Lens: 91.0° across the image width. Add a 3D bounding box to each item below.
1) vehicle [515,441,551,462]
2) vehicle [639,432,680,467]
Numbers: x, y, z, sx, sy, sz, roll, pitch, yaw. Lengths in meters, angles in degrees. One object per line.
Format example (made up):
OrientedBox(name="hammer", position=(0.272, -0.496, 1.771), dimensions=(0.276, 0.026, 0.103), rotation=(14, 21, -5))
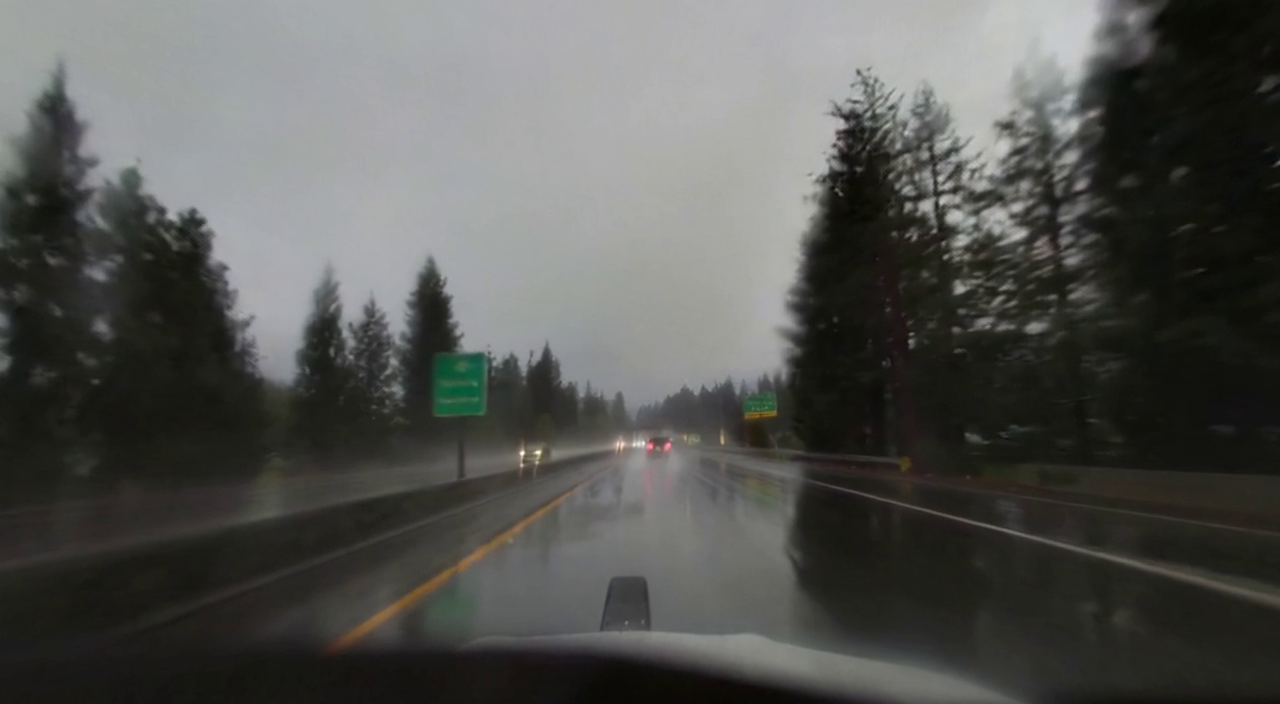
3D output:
OrientedBox(name="vehicle", position=(-7.905, 7.357, 46.655), dimensions=(1.865, 1.485, 3.974), rotation=(0, -8, 2))
OrientedBox(name="vehicle", position=(1.202, 5.934, 38.462), dimensions=(2.301, 1.944, 4.554), rotation=(-1, -8, 2))
